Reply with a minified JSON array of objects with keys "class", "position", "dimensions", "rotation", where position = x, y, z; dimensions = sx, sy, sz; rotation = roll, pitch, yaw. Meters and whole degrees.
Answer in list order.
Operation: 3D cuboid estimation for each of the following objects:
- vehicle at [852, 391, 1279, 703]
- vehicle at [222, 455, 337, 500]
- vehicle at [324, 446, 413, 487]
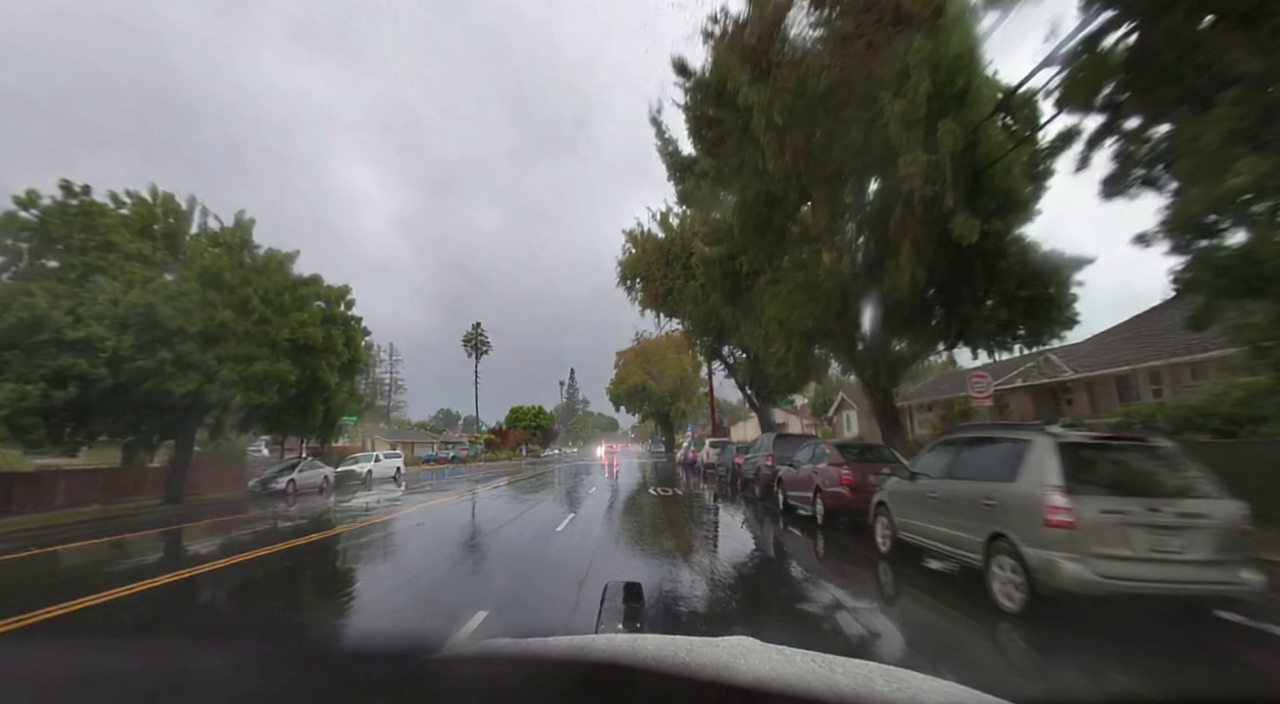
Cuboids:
[{"class":"vehicle","position":[3.780,1.421,5.751],"dimensions":[1.843,1.671,5.138],"rotation":[0,-9,-1]},{"class":"vehicle","position":[-13.668,4.765,24.307],"dimensions":[1.909,1.496,4.421],"rotation":[0,-9,-2]},{"class":"vehicle","position":[-13.725,5.806,32.389],"dimensions":[2.229,1.878,5.540],"rotation":[1,-9,-2]}]
